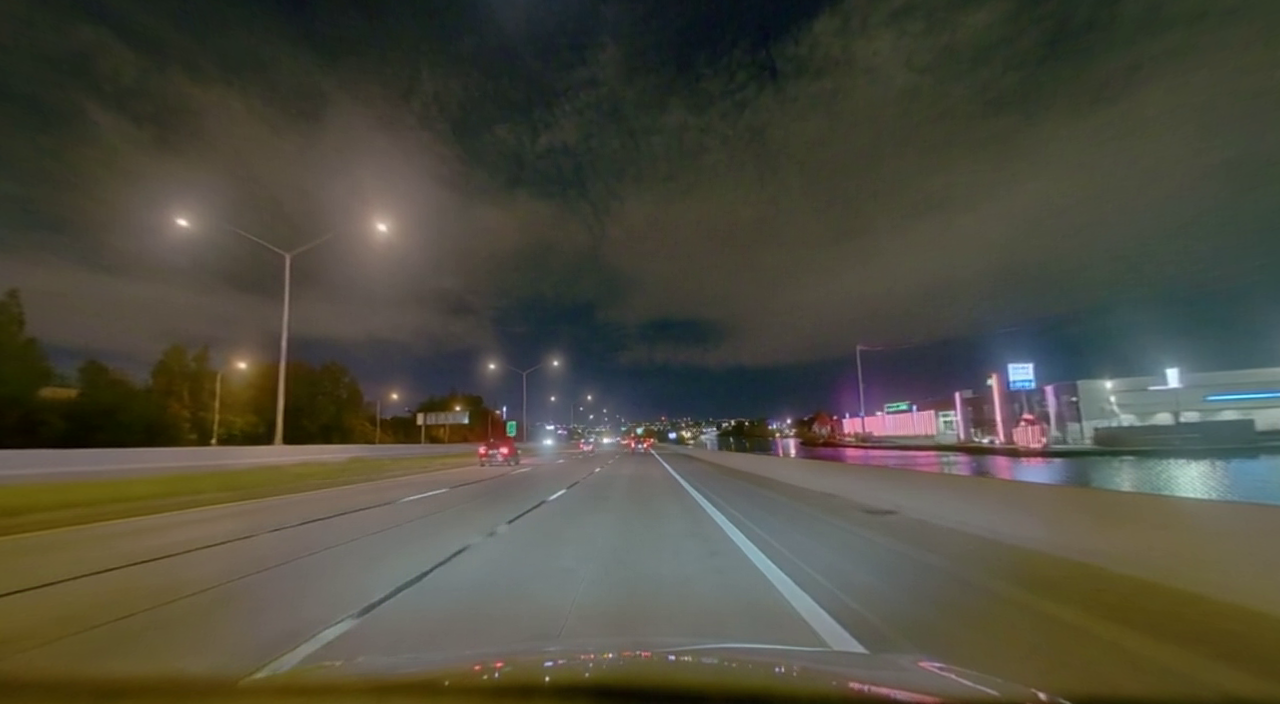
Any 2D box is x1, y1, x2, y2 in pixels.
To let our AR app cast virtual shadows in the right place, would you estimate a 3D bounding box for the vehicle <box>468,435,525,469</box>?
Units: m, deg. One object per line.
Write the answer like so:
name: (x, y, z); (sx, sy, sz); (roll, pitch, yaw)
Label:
vehicle: (-7.237, 5.093, 32.196); (1.946, 1.590, 4.042); (0, -8, 1)
